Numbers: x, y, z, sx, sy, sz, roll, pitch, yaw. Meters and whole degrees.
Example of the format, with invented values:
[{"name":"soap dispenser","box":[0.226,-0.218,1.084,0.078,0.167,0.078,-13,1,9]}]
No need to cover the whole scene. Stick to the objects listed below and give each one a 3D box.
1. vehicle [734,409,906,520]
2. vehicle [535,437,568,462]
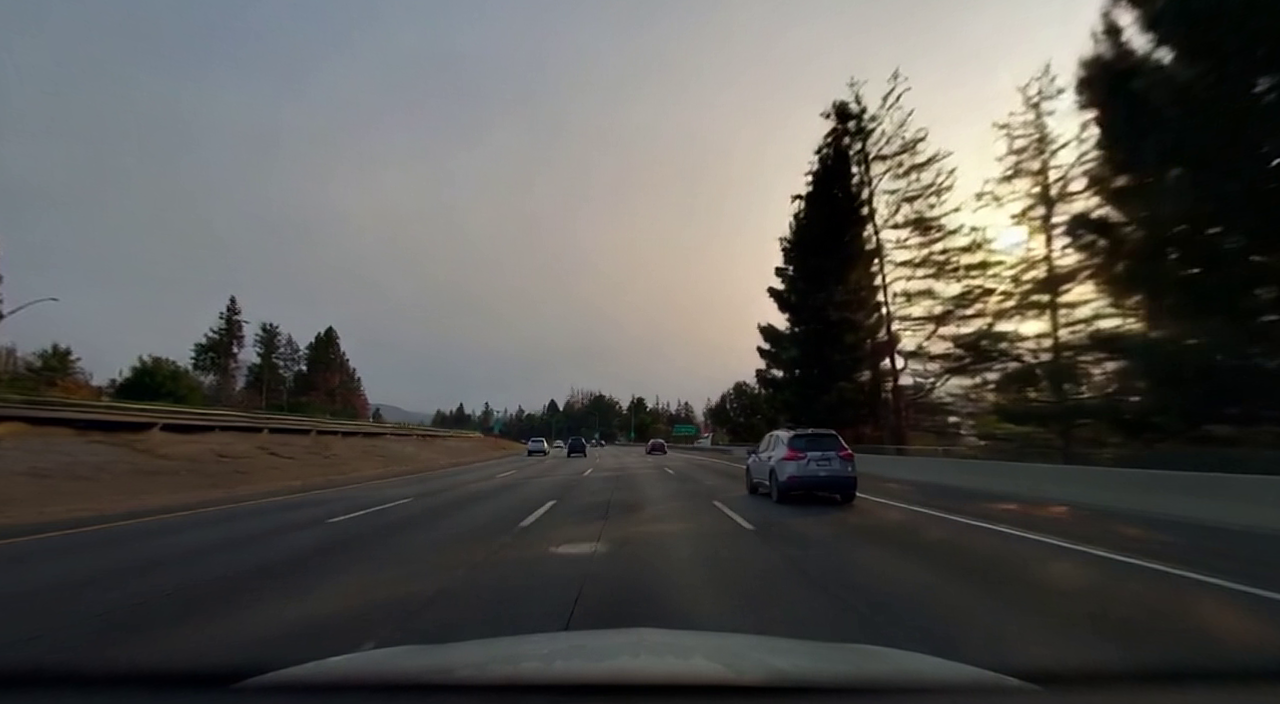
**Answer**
[{"name":"vehicle","box":[3.285,2.160,12.584,2.043,1.795,4.347,0,-8,-2]},{"name":"vehicle","box":[-6.110,6.813,44.090,2.064,1.645,4.286,1,-8,-5]}]
